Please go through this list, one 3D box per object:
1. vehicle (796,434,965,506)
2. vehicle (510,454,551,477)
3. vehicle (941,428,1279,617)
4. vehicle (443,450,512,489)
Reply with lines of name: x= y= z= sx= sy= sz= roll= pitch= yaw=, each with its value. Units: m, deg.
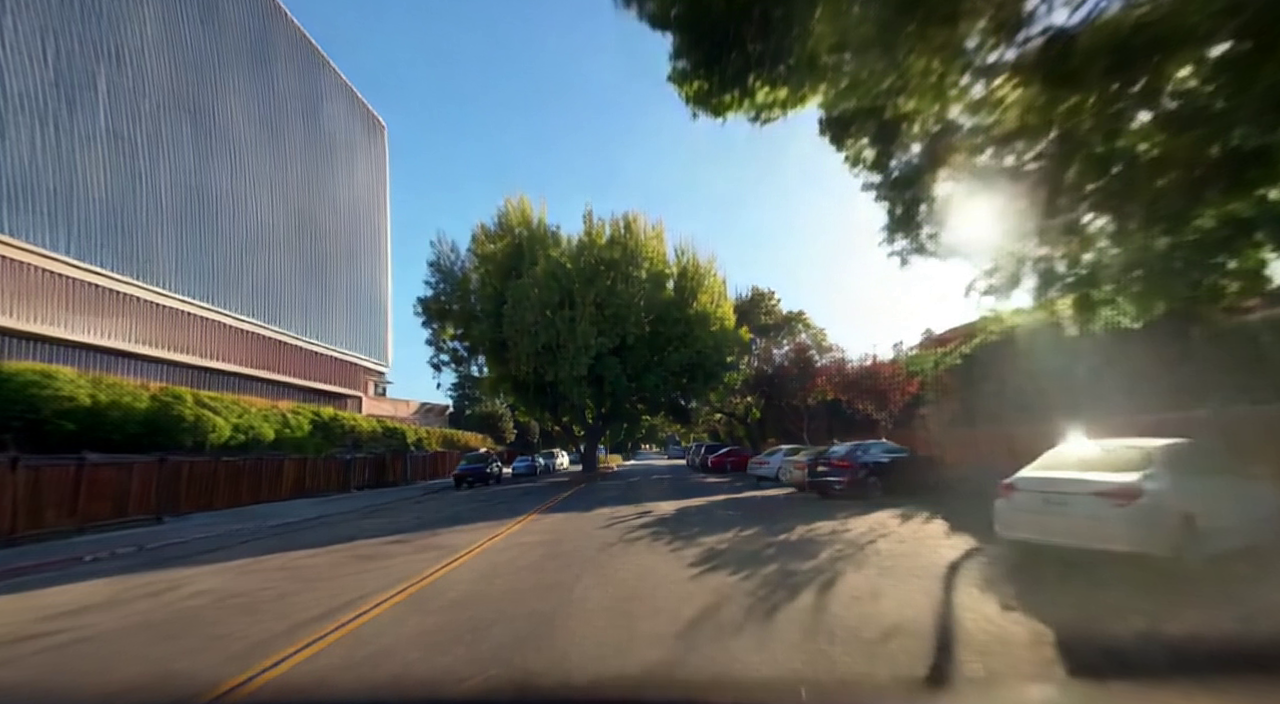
vehicle: x=6.396 y=3.049 z=16.801 sx=3.954 sy=1.666 sz=2.213 roll=5 pitch=-10 yaw=-33
vehicle: x=-7.807 y=8.116 z=45.329 sx=1.911 sy=1.497 sz=4.738 roll=-1 pitch=-8 yaw=2
vehicle: x=5.508 y=1.633 z=6.941 sx=3.752 sy=1.494 sz=2.083 roll=4 pitch=-10 yaw=-29
vehicle: x=-7.823 y=5.676 z=30.851 sx=2.172 sy=1.707 sz=4.273 roll=0 pitch=-8 yaw=1
